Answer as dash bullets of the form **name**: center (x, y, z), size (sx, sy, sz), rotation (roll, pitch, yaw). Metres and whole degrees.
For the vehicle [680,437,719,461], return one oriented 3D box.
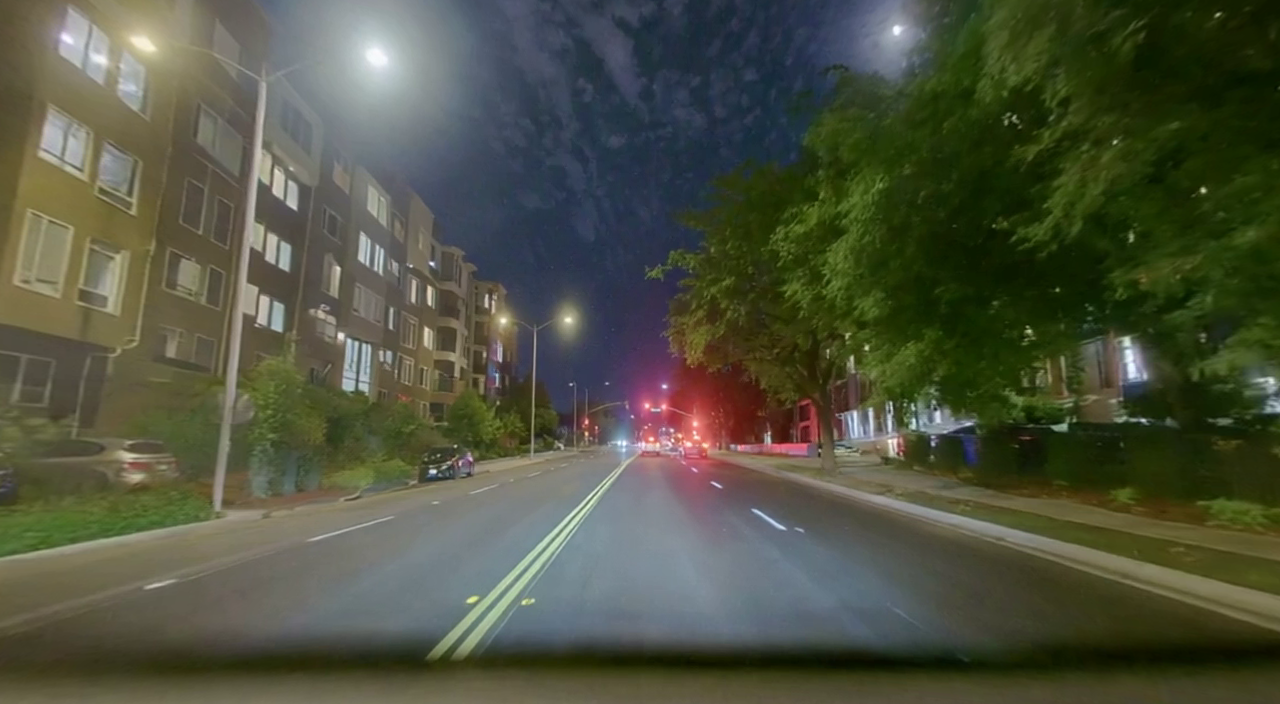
- **vehicle**: center (3.818, 6.343, 41.210), size (2.078, 1.488, 4.741), rotation (0, -8, -1)

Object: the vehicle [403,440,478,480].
- **vehicle**: center (-9.291, 5.014, 29.666), size (1.933, 1.498, 4.446), rotation (-4, -7, 2)

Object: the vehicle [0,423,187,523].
- **vehicle**: center (-12.699, 2.450, 13.120), size (2.226, 1.784, 5.932), rotation (0, -9, -1)
